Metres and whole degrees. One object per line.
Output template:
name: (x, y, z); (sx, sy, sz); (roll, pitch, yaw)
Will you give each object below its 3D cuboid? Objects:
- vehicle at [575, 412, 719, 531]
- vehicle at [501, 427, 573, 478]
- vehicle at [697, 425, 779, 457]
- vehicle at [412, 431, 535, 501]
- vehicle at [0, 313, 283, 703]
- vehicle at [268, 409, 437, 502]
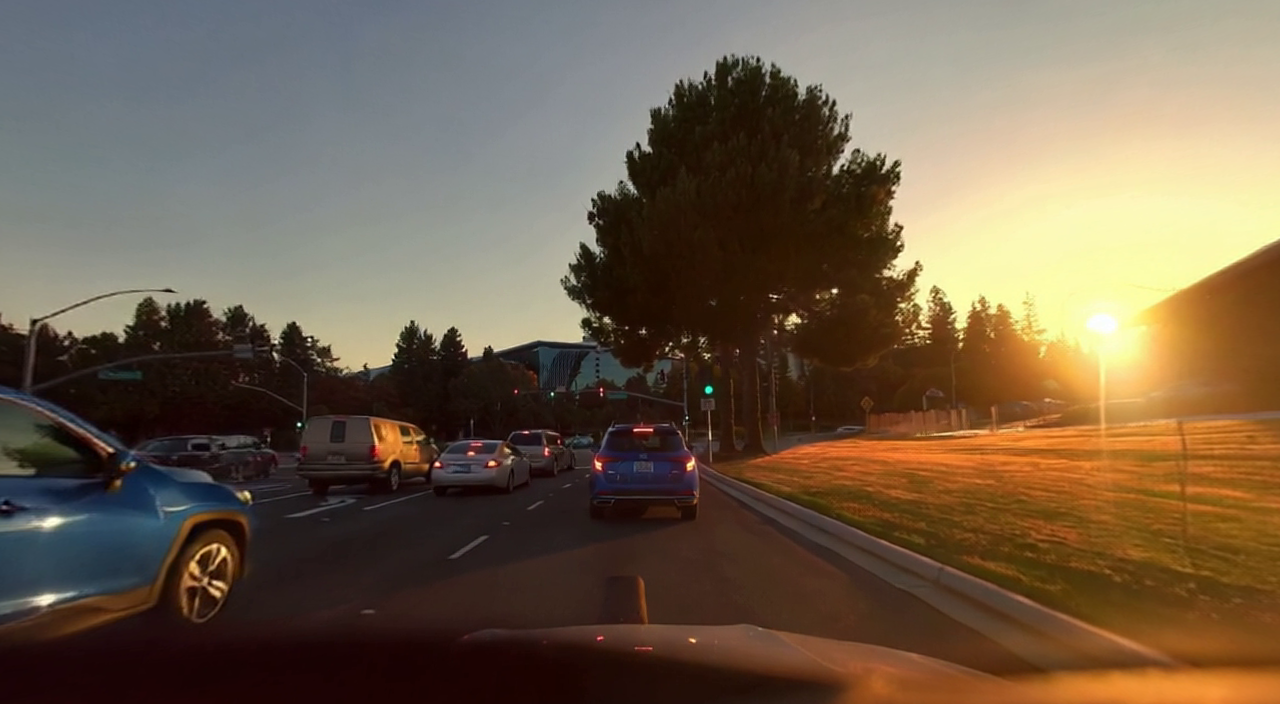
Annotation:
vehicle: (0.089, 2.035, 11.237); (2.055, 1.681, 4.270); (0, -9, 0)
vehicle: (-3.912, 3.933, 24.848); (2.043, 1.813, 4.549); (0, -9, 0)
vehicle: (6.412, 5.909, 41.802); (5.152, 2.001, 2.060); (-1, -9, 4)
vehicle: (-4.022, 2.823, 16.067); (1.942, 1.523, 4.212); (0, -9, 0)
vehicle: (-4.069, 0.769, 2.765); (2.088, 1.947, 5.119); (0, -9, -1)
vehicle: (-7.400, 2.749, 17.055); (2.195, 2.093, 5.185); (0, -9, -1)
